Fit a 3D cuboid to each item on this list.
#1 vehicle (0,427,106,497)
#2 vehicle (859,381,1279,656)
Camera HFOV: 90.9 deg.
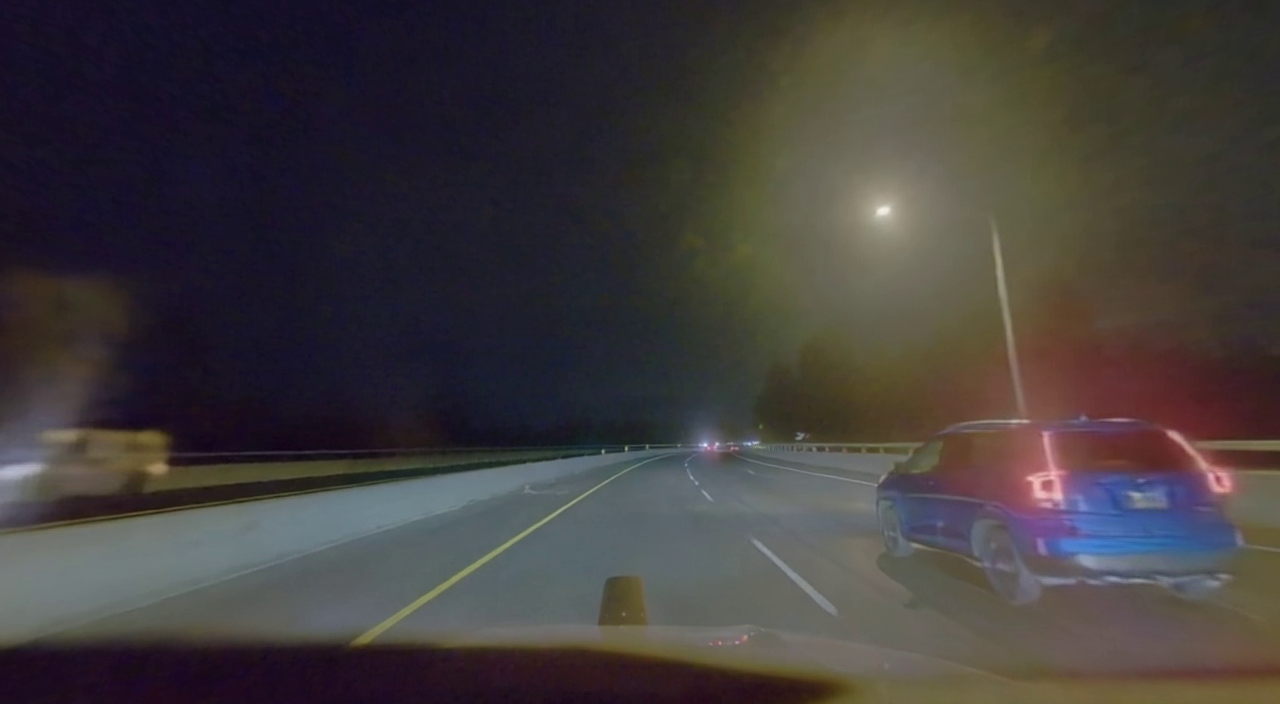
[{"bbox_3d":[-17.097,2.852,16.365,2.176,1.729,4.737,-1,-8,2],"label":"vehicle"},{"bbox_3d":[4.000,1.367,6.221,2.143,1.730,4.303,0,-8,1],"label":"vehicle"}]
